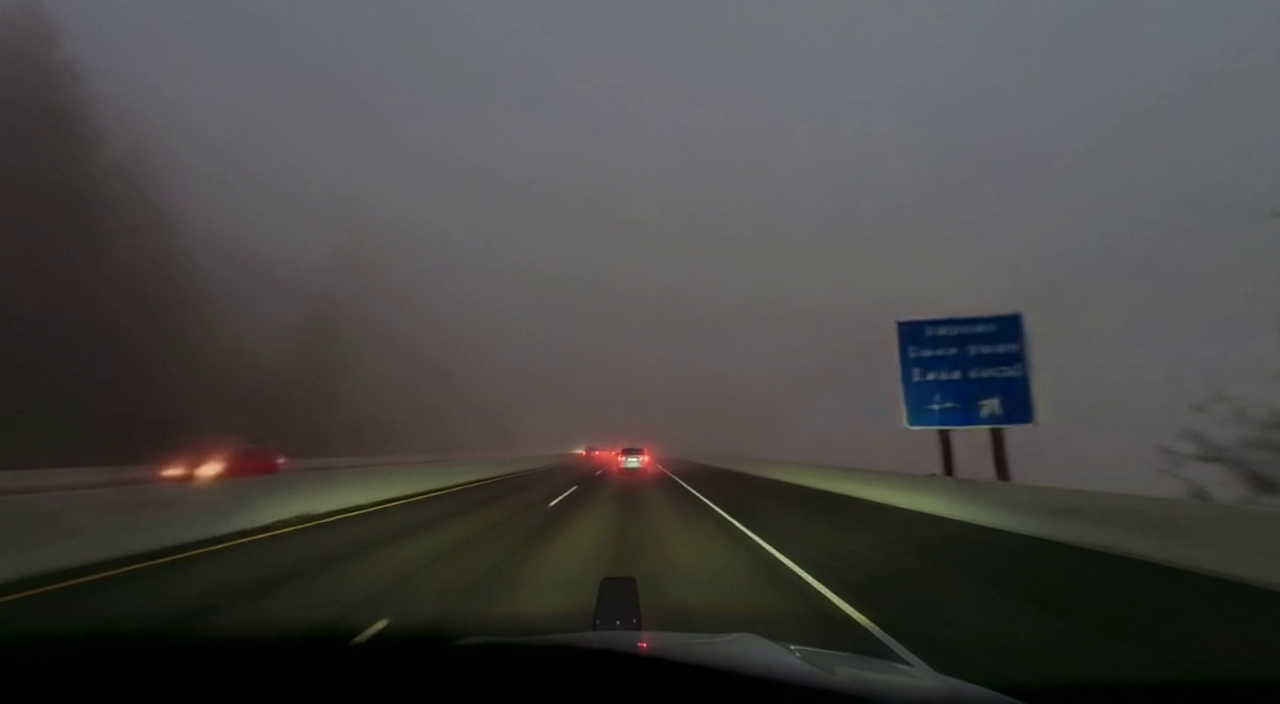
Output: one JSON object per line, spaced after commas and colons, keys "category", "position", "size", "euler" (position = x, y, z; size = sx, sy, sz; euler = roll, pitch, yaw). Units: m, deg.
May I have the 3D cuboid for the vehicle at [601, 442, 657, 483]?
{"category": "vehicle", "position": [-0.430, 4.424, 25.306], "size": [2.066, 1.490, 3.759], "euler": [-1, -9, 0]}

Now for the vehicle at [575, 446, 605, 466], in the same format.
{"category": "vehicle", "position": [-3.833, 8.020, 48.466], "size": [1.994, 1.470, 3.752], "euler": [-1, -9, 0]}

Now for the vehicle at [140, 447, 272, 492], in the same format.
{"category": "vehicle", "position": [-17.300, 4.668, 25.315], "size": [2.006, 1.602, 4.622], "euler": [-1, -9, 0]}
